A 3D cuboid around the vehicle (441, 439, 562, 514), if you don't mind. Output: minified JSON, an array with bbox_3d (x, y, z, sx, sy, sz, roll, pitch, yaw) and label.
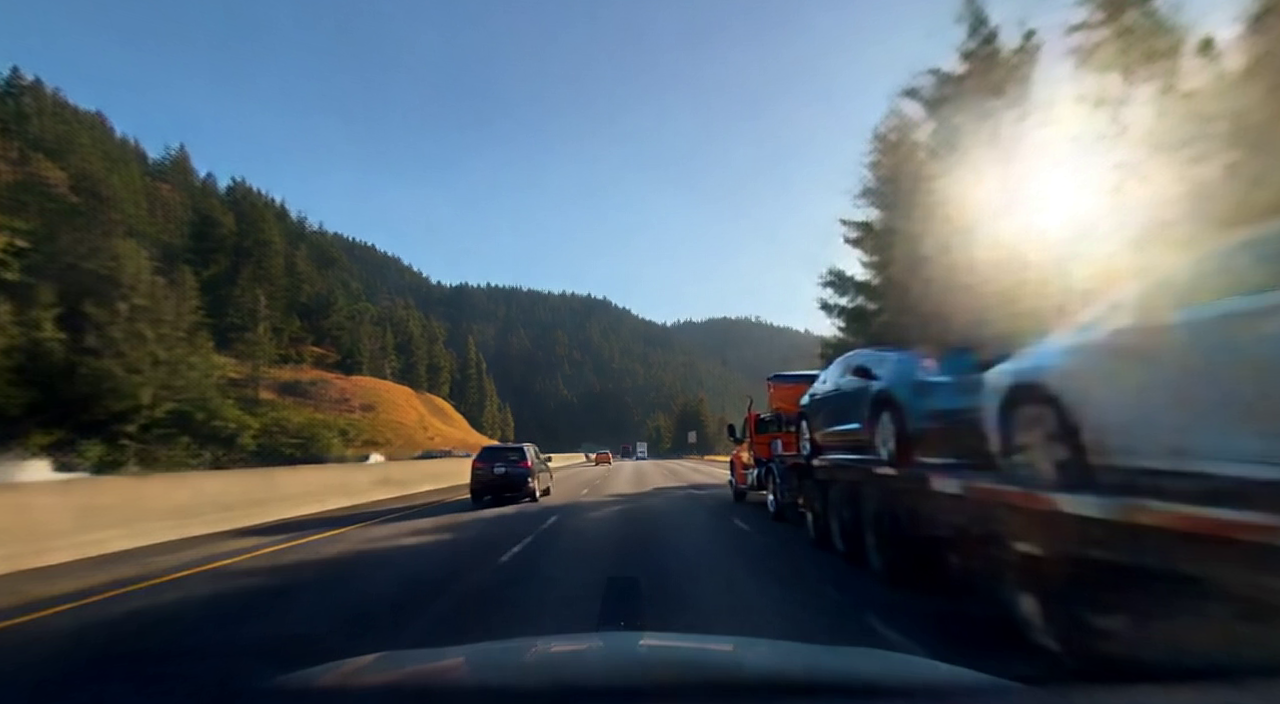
[{"bbox_3d":[-3.117,2.899,15.146,1.944,1.548,4.051,0,-9,1],"label":"vehicle"}]

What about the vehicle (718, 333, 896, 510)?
[{"bbox_3d":[3.989,1.931,16.774,3.016,3.891,5.767,0,-9,-1],"label":"vehicle"}]
